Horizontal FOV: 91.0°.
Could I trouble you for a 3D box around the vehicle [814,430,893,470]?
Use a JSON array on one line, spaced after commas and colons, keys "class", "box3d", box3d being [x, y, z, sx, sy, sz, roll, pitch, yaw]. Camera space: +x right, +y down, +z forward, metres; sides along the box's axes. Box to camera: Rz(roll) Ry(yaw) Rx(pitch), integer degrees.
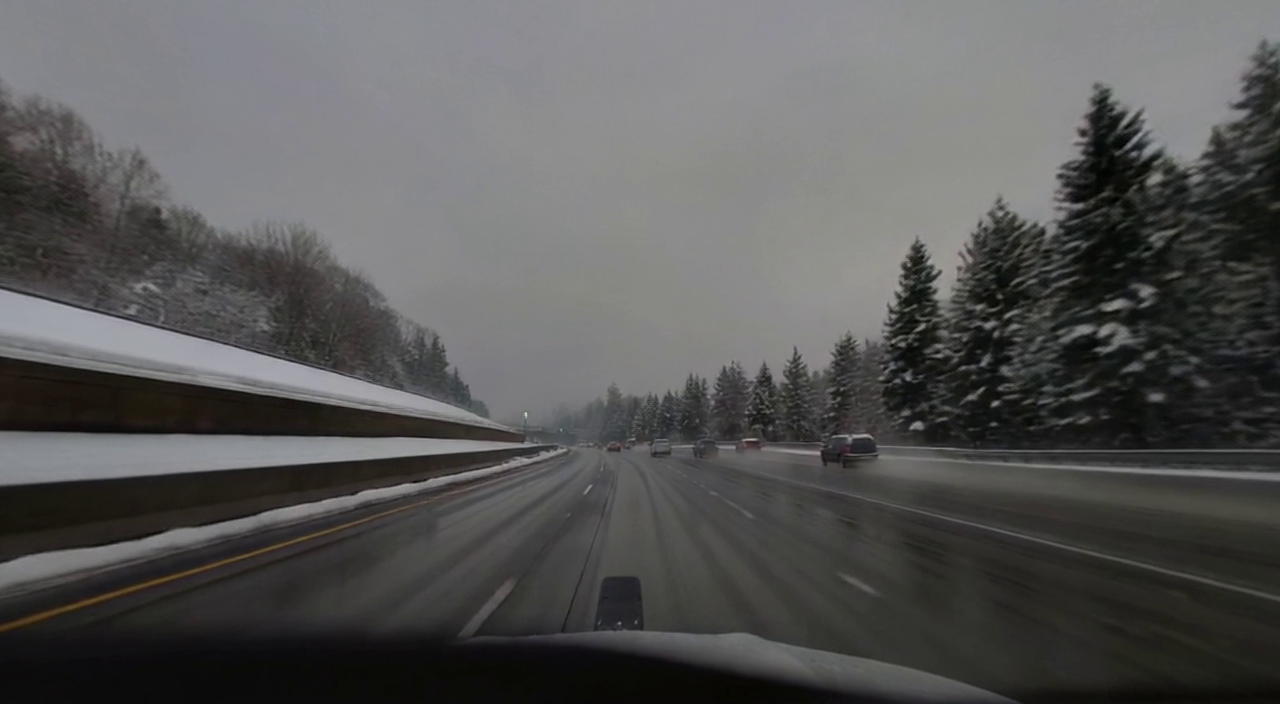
[{"class": "vehicle", "box3d": [10.183, 4.746, 30.419, 2.077, 1.763, 4.472, 0, -9, -3]}]
